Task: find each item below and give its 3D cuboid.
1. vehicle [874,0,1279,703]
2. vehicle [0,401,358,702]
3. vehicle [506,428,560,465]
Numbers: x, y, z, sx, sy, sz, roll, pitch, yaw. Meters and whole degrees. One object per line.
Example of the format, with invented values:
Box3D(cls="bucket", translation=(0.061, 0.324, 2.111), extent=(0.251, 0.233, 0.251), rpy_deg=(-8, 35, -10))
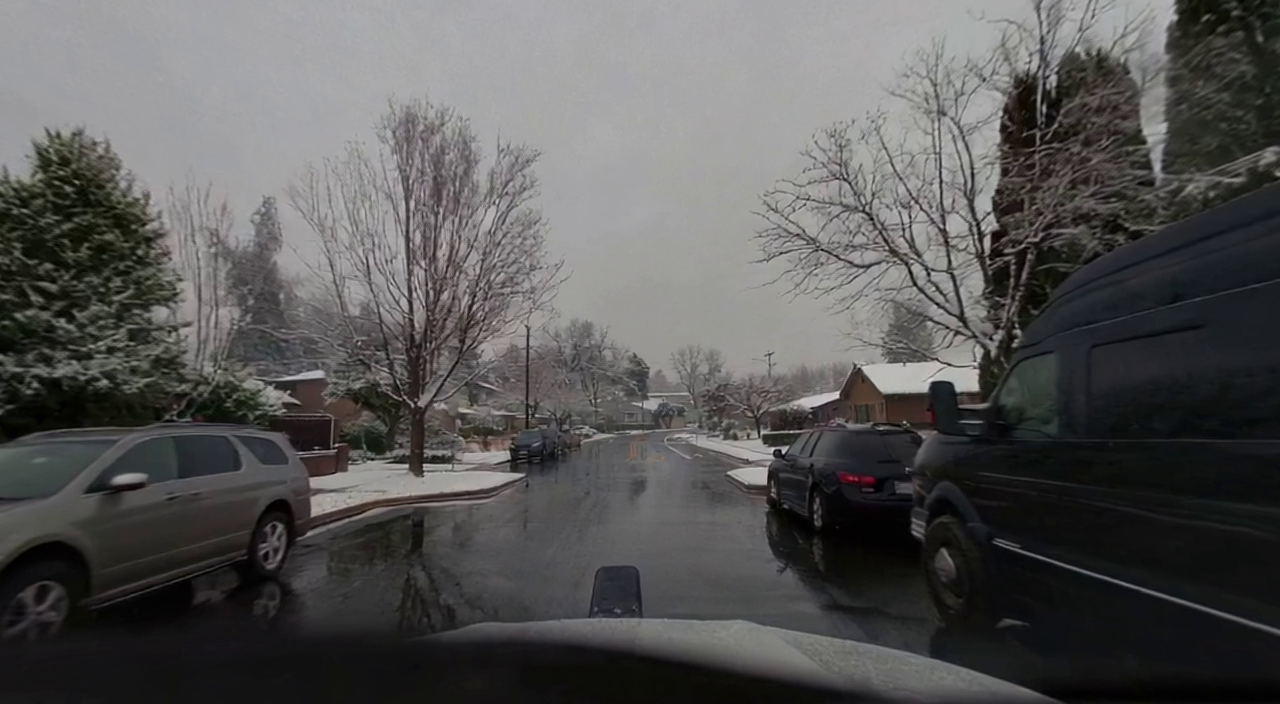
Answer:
Box3D(cls="vehicle", translation=(3.573, 0.302, 3.127), extent=(2.541, 3.000, 5.932), rpy_deg=(0, -8, 1))
Box3D(cls="vehicle", translation=(-4.343, 1.300, 5.211), extent=(2.034, 1.552, 4.285), rpy_deg=(0, -8, 0))
Box3D(cls="vehicle", translation=(-5.609, 4.985, 33.425), extent=(2.147, 1.780, 4.165), rpy_deg=(0, -8, 0))
